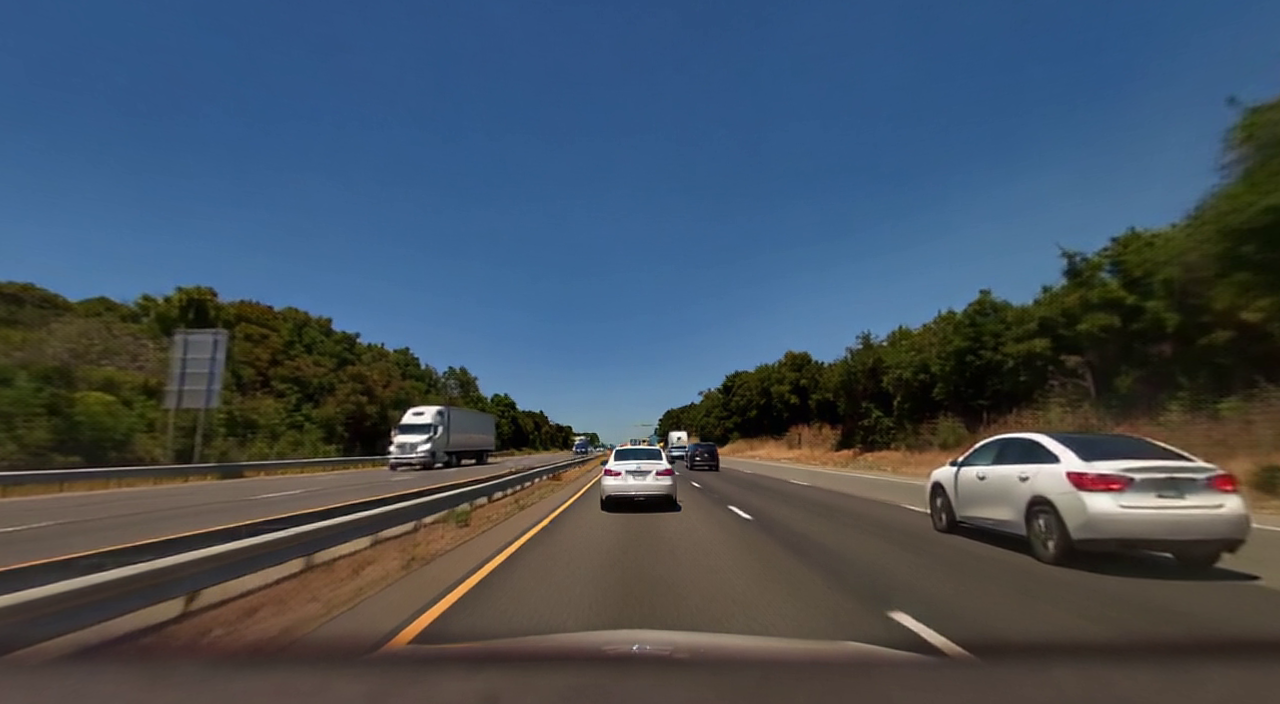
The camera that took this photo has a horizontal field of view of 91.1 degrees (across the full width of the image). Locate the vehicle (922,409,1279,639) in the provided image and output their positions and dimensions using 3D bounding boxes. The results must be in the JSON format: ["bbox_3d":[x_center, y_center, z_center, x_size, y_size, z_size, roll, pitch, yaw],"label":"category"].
[{"bbox_3d":[4.730,1.450,6.267,1.931,1.516,3.995,0,-9,-1],"label":"vehicle"}]

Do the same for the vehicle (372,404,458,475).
[{"bbox_3d":[-13.581,5.392,38.560,2.937,3.963,5.772,-1,-9,1],"label":"vehicle"}]

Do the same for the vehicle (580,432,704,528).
[{"bbox_3d":[-0.002,2.452,12.545,2.088,1.580,3.657,0,-9,-1],"label":"vehicle"}]
